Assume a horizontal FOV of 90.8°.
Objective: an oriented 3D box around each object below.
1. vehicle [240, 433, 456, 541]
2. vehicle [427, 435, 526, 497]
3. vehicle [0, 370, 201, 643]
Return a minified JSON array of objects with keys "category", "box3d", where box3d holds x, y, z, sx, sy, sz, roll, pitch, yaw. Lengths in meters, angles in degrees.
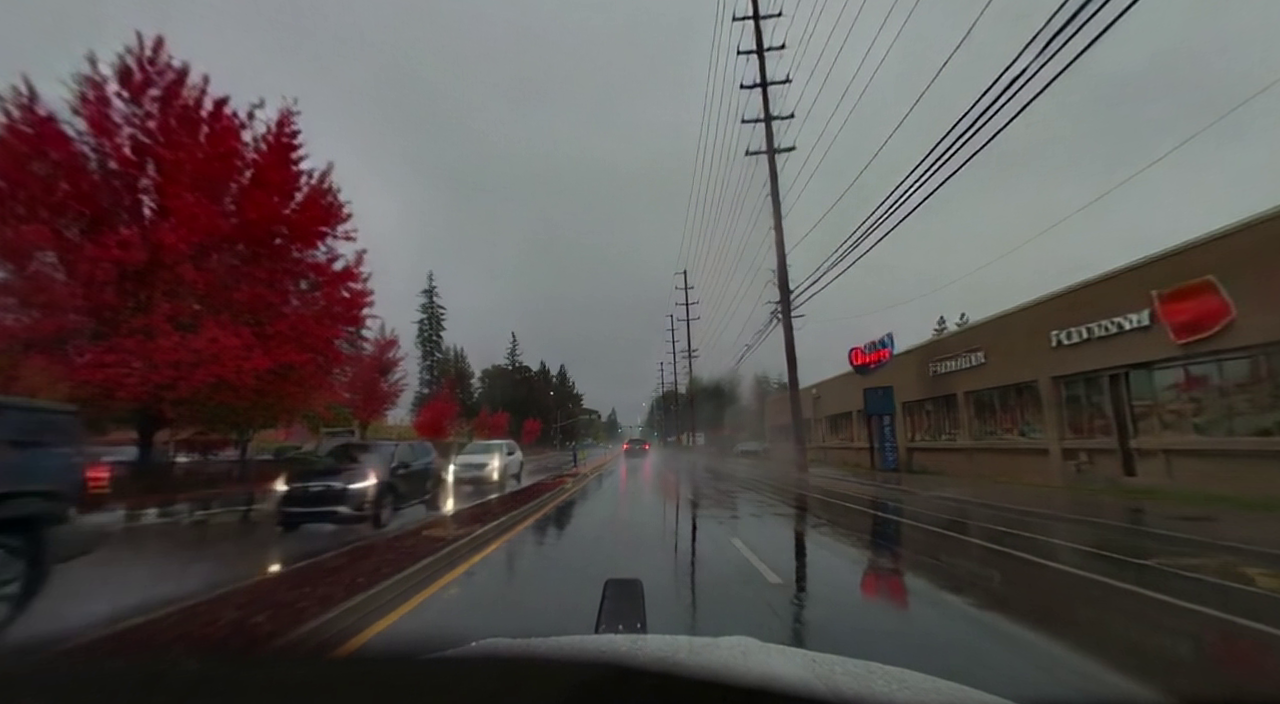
[{"category":"vehicle","box3d":[-5.063,2.349,11.839,1.909,1.524,4.614,-2,-8,0]},{"category":"vehicle","box3d":[-5.056,3.539,20.169,1.993,1.680,4.386,-2,-8,0]},{"category":"vehicle","box3d":[-5.467,1.008,3.738,2.278,1.828,4.970,-2,-8,-1]}]
